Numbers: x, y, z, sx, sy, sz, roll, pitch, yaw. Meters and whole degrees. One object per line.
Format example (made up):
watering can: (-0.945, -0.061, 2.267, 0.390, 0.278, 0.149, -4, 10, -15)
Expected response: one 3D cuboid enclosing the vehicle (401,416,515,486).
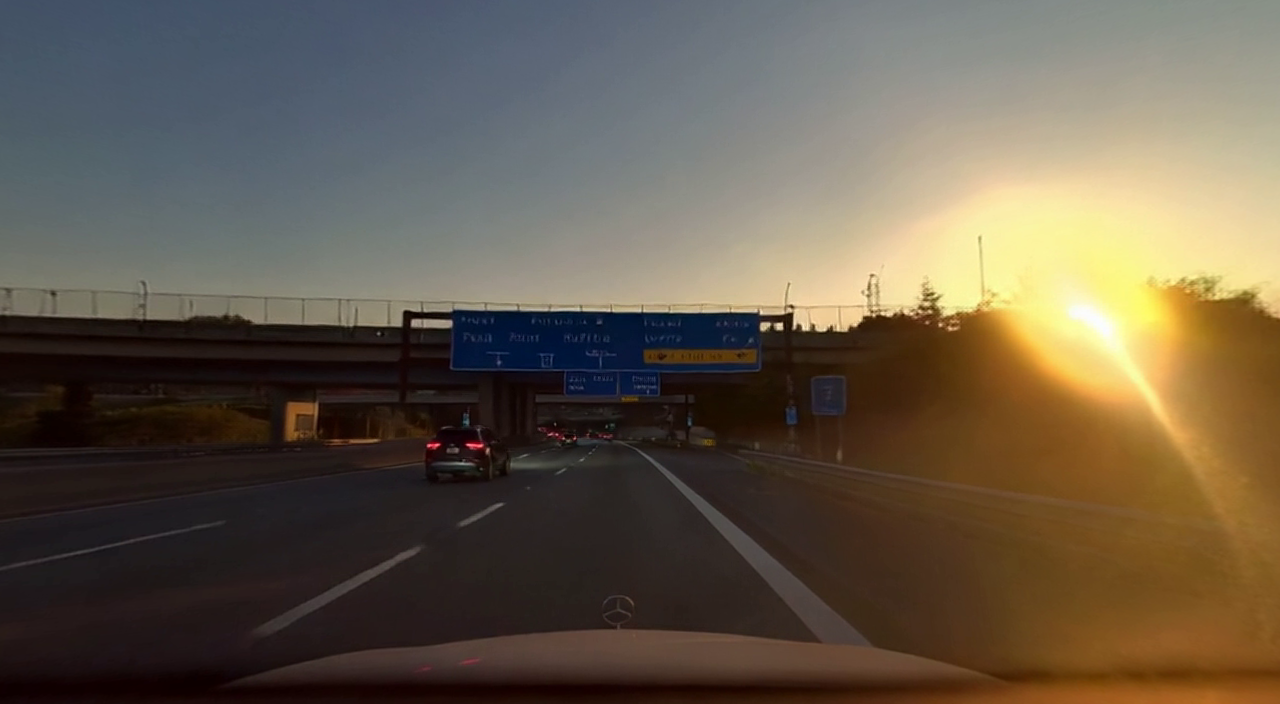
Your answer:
vehicle: (-4.962, 2.749, 17.804, 2.007, 1.727, 4.040, 0, -8, 0)
